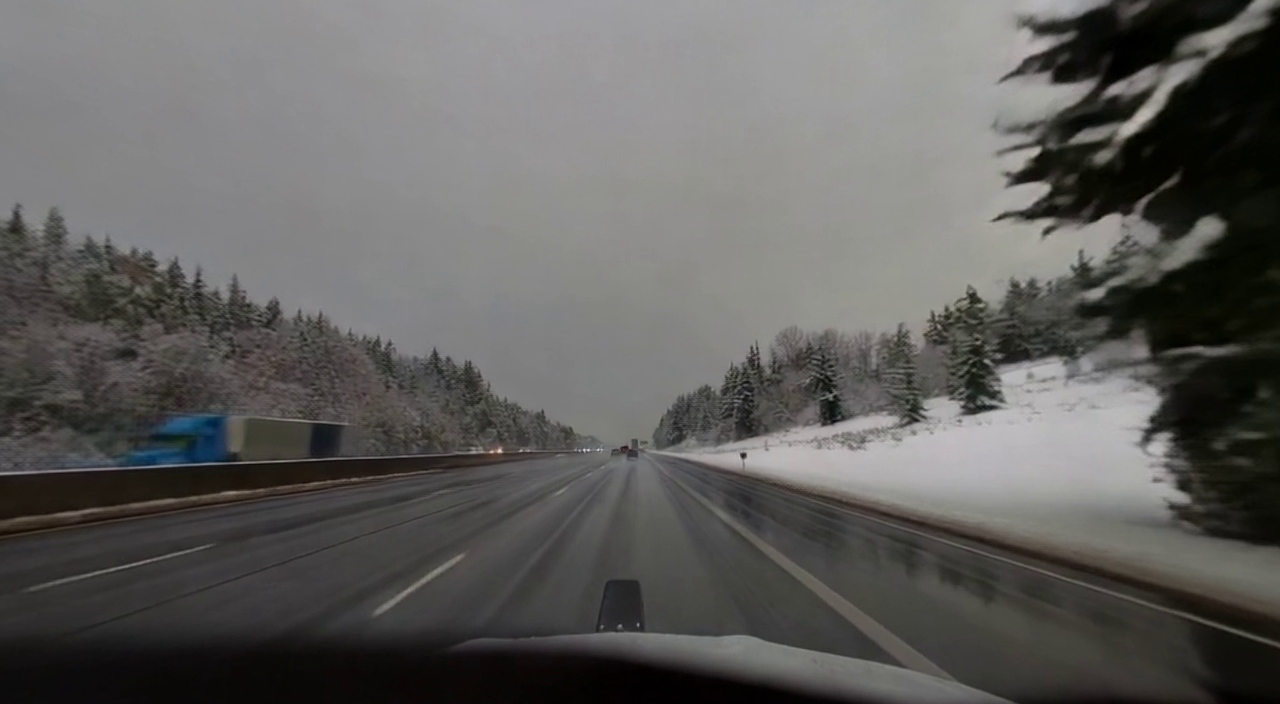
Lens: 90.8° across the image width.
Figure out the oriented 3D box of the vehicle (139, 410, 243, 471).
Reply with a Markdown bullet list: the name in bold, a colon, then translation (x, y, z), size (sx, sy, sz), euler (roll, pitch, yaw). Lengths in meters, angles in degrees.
- **vehicle**: translation (-25.185, 5.013, 35.625), size (3.271, 3.288, 3.296), euler (0, -9, -3)

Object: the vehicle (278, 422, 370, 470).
- **vehicle**: translation (-21.115, 6.368, 42.694), size (2.712, 2.915, 6.667), euler (0, -9, 0)
